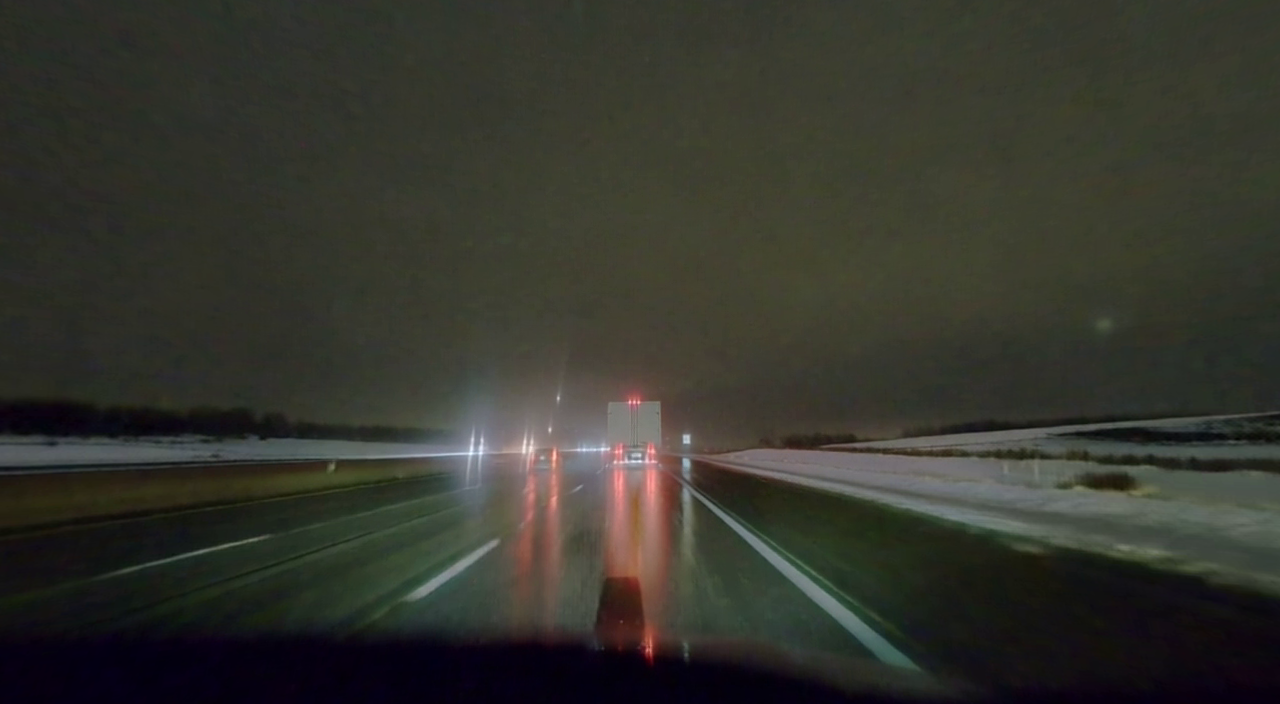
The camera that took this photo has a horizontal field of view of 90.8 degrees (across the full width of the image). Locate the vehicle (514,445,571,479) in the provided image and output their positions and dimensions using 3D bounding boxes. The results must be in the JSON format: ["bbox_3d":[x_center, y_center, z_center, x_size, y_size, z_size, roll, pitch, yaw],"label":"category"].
[{"bbox_3d":[-4.517,5.170,29.949,1.892,1.471,5.047,0,-9,0],"label":"vehicle"}]
